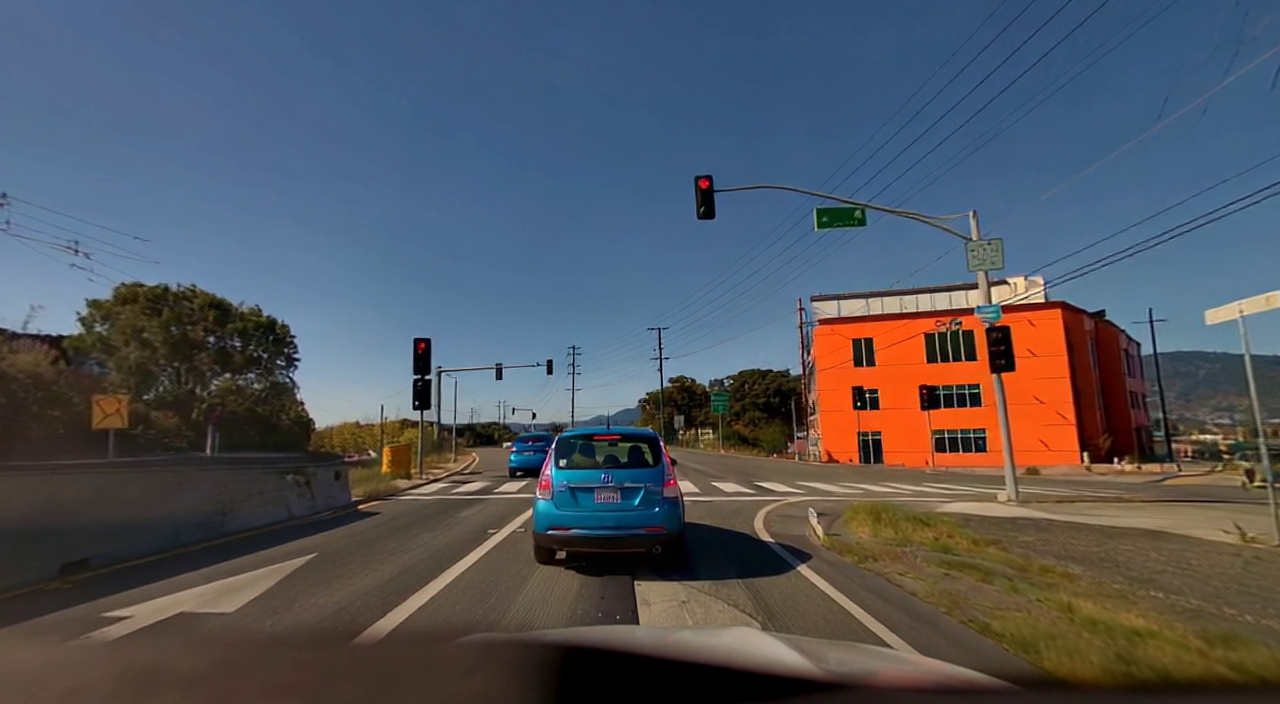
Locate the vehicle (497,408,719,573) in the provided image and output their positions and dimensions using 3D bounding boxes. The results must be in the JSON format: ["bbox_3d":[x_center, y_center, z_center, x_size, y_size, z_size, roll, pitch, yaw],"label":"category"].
[{"bbox_3d":[-0.302,1.583,7.940,2.123,1.566,3.662,0,-8,0],"label":"vehicle"}]
